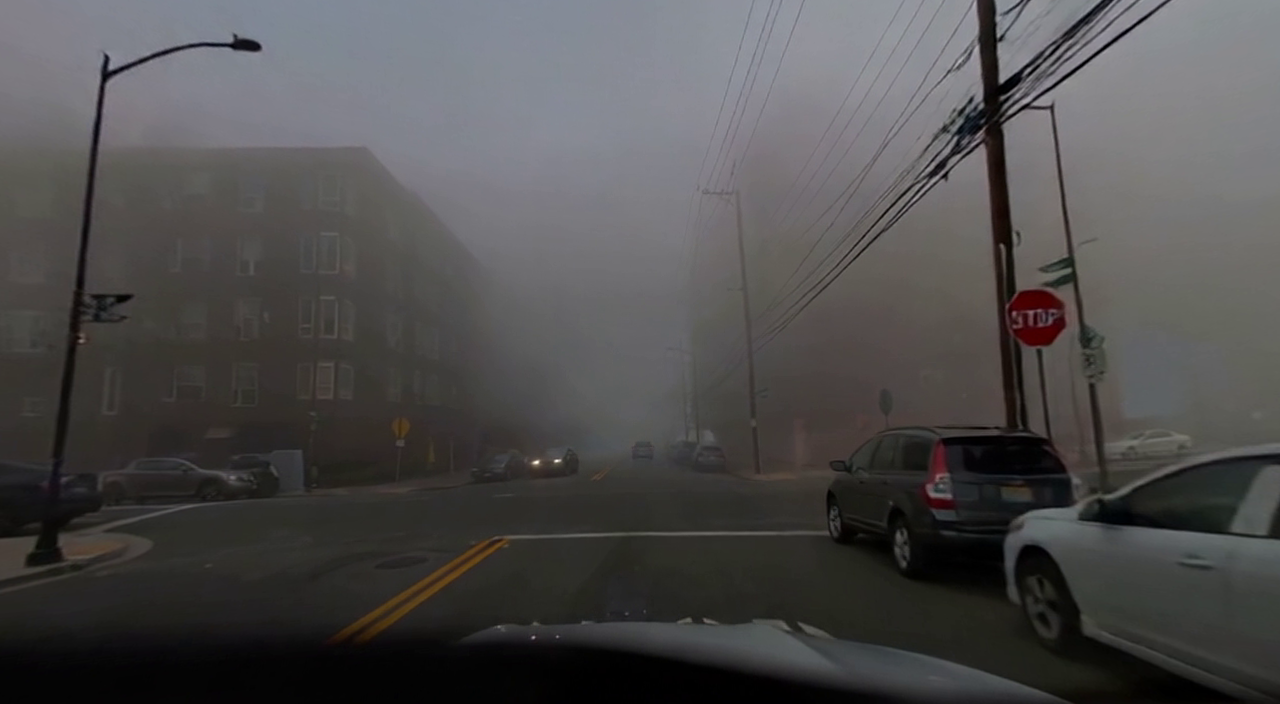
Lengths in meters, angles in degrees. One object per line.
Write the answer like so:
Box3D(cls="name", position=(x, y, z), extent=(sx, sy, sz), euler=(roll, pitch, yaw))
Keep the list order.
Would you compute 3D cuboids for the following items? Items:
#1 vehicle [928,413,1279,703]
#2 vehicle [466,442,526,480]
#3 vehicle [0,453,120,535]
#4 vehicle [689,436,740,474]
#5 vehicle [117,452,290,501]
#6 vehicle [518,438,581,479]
Box3D(cls="vehicle", position=(3.406, 1.057, 2.910), extent=(1.888, 1.495, 4.567), euler=(0, -9, -1))
Box3D(cls="vehicle", position=(-7.579, 5.778, 33.760), extent=(2.140, 1.874, 4.475), euler=(0, -9, 0))
Box3D(cls="vehicle", position=(-16.522, 3.509, 15.505), extent=(5.392, 1.808, 2.324), euler=(-2, -9, 0))
Box3D(cls="vehicle", position=(3.839, 5.406, 33.287), extent=(2.164, 1.721, 4.416), euler=(-4, -9, 1))
Box3D(cls="vehicle", position=(-17.214, 4.902, 25.067), extent=(5.354, 1.773, 1.991), euler=(0, -9, 0))
Box3D(cls="vehicle", position=(-4.248, 5.112, 30.464), extent=(2.201, 1.801, 4.750), euler=(-1, -9, 1))
